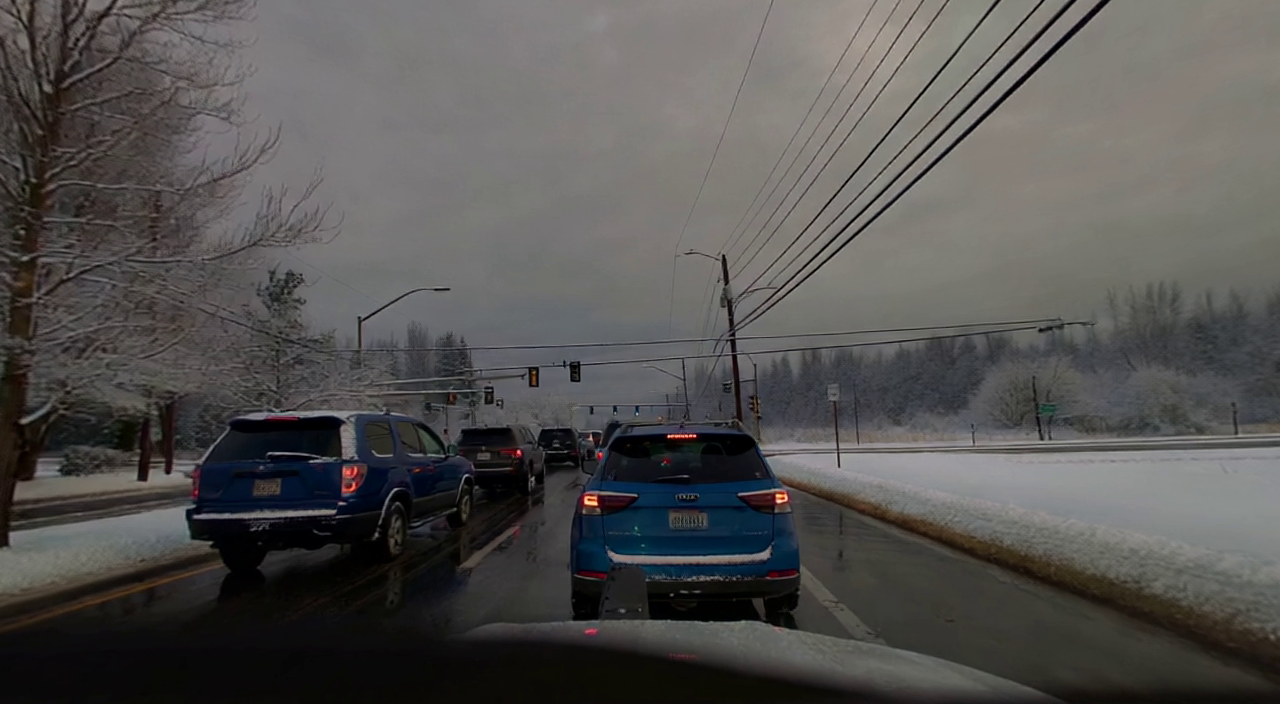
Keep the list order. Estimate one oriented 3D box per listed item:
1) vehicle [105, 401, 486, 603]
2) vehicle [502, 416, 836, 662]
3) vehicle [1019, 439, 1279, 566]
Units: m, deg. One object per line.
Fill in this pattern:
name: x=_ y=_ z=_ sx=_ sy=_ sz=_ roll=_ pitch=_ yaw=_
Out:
vehicle: x=-3.481 y=1.606 z=7.633 sx=2.105 sy=1.706 sz=4.337 roll=0 pitch=-9 yaw=0
vehicle: x=0.110 y=1.446 z=5.962 sx=2.056 sy=1.487 sz=4.003 roll=0 pitch=-9 yaw=-2
vehicle: x=8.385 y=2.153 z=9.921 sx=1.993 sy=1.508 sz=4.521 roll=0 pitch=-9 yaw=-1
